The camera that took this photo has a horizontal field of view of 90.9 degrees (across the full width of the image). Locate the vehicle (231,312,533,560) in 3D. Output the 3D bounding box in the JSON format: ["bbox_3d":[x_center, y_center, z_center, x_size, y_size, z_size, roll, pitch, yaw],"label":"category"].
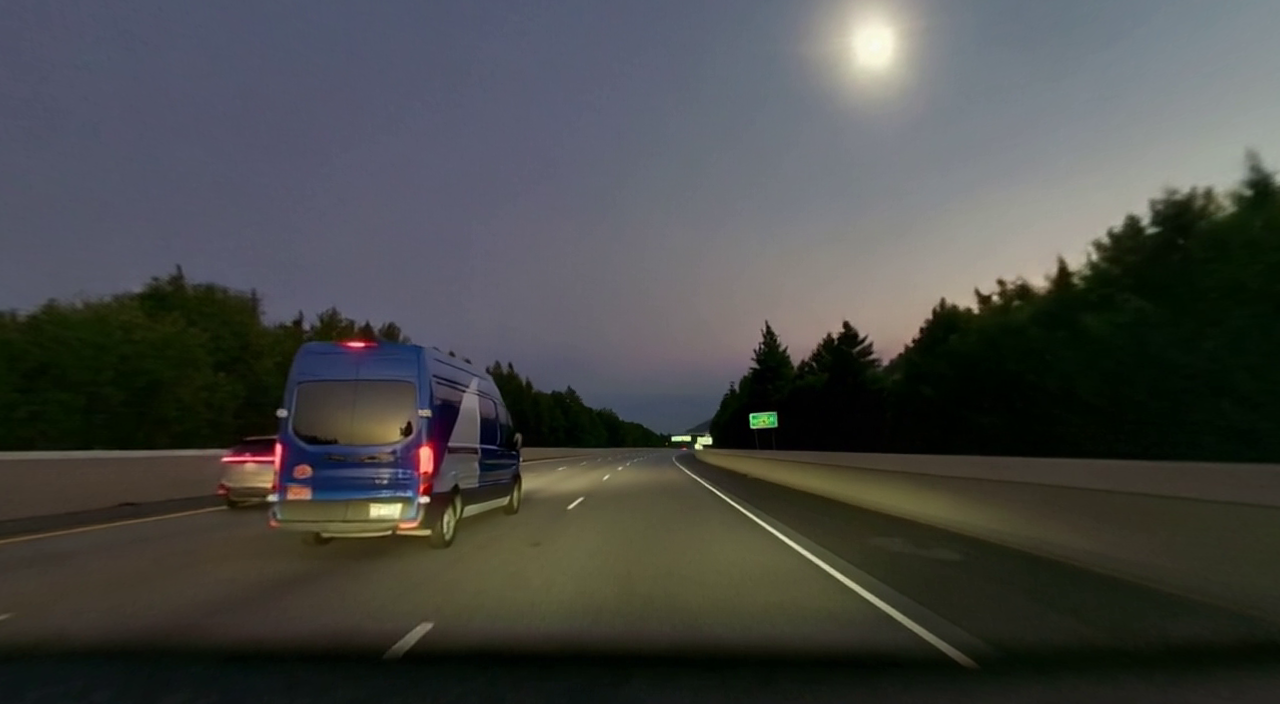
[{"bbox_3d":[-3.468,1.361,10.197,2.319,2.883,5.632,0,-8,1],"label":"vehicle"}]
